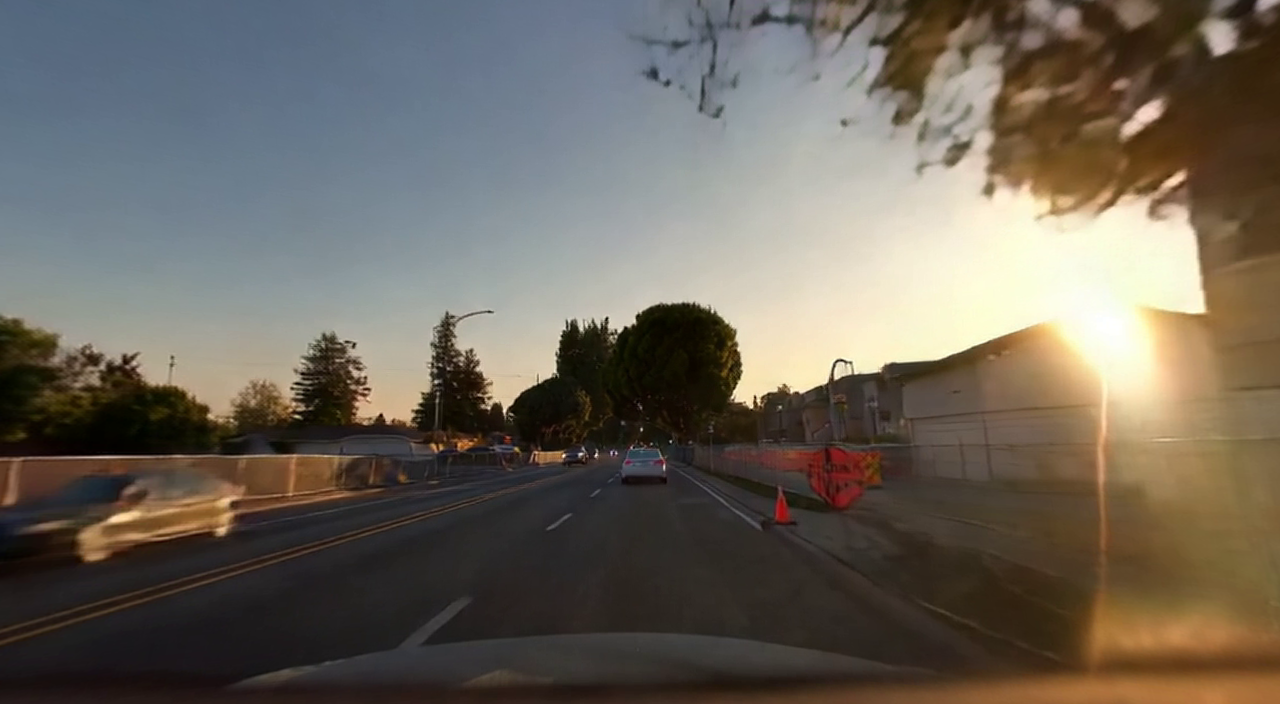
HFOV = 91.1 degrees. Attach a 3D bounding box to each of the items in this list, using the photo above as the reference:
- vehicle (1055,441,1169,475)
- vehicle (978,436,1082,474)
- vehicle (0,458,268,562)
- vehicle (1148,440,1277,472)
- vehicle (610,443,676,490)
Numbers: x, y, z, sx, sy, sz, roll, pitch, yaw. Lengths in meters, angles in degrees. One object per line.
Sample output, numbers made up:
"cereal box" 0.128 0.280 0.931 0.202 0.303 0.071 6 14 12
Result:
"vehicle" 21.794 4.915 29.245 1.934 1.457 4.134 1 -9 -3
"vehicle" 18.882 5.028 30.710 2.039 1.705 4.666 0 -9 0
"vehicle" -9.465 2.832 12.019 1.956 1.527 4.365 0 -9 1
"vehicle" 27.733 5.045 30.662 1.904 1.432 4.712 0 -9 1
"vehicle" 0.107 4.049 22.482 2.144 1.514 4.063 0 -9 0
